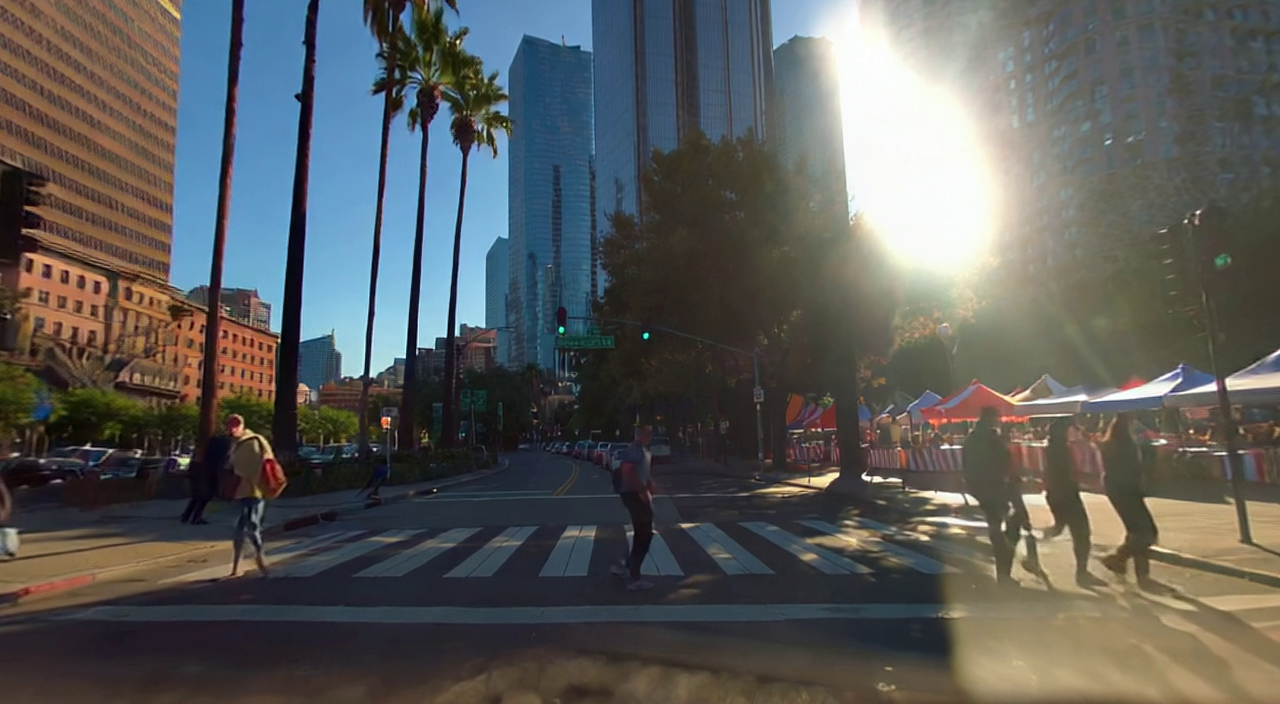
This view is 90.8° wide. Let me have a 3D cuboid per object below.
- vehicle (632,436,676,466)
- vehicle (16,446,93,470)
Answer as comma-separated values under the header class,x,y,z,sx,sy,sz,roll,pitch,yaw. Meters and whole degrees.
class,x,y,z,sx,sy,sz,roll,pitch,yaw
vehicle,0.919,7.282,46.639,2.322,2.071,5.366,1,-9,-9
vehicle,-45.973,8.334,49.741,1.922,1.798,4.317,0,-8,0
